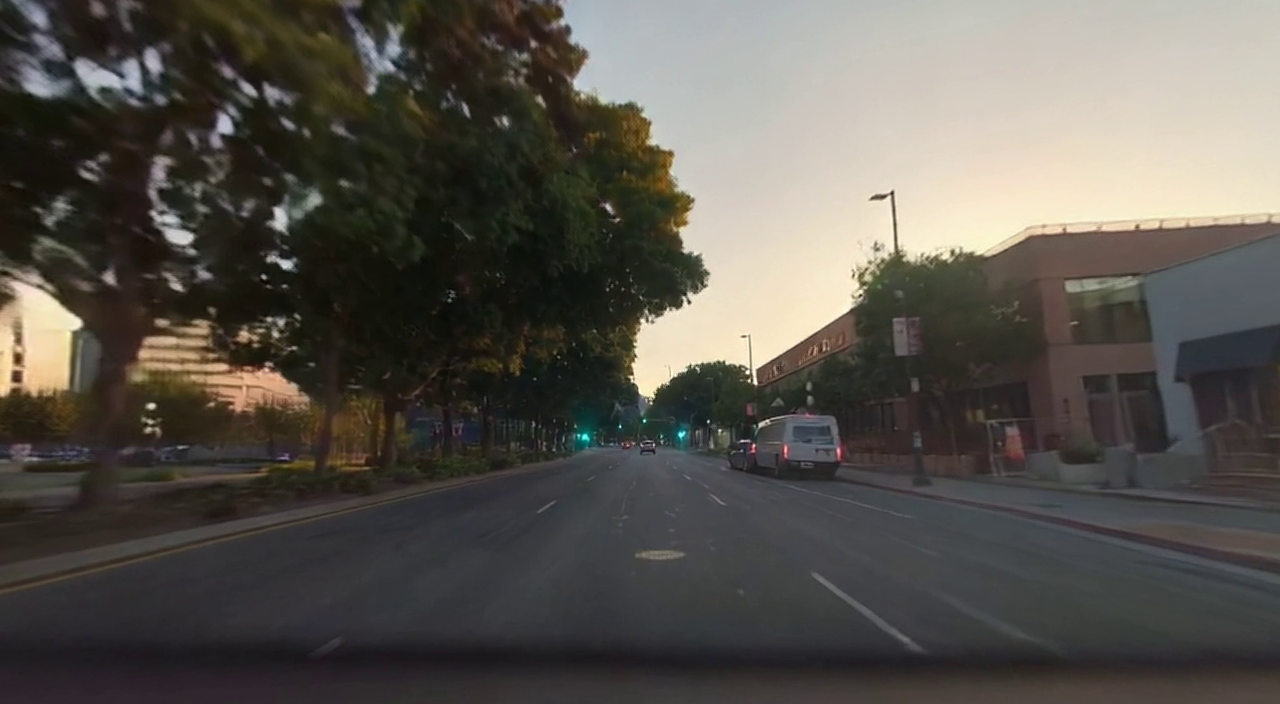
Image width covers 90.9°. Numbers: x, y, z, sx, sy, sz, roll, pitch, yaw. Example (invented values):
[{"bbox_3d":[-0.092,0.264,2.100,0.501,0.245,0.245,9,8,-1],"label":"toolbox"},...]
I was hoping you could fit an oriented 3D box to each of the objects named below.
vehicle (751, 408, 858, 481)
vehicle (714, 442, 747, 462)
[{"bbox_3d":[6.452,3.779,25.791,2.762,2.607,6.182,0,-8,1],"label":"vehicle"},{"bbox_3d":[7.030,7.862,49.501,1.847,1.472,4.846,0,-8,0],"label":"vehicle"}]
